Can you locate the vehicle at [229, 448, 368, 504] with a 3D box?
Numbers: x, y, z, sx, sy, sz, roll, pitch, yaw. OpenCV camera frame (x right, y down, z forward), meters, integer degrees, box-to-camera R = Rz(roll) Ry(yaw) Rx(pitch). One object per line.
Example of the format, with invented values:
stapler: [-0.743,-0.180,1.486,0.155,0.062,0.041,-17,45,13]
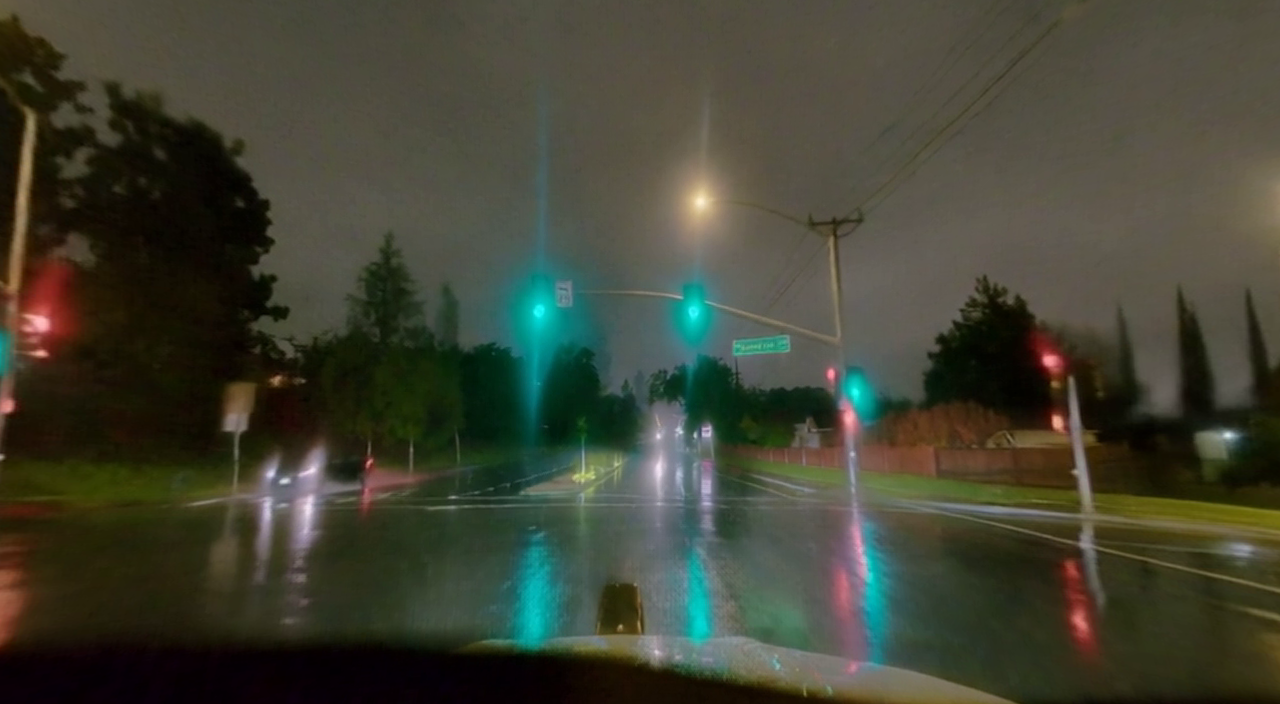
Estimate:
vehicle: [-10.465,3.794,19.778,1.983,1.482,4.190,0,-8,1]
